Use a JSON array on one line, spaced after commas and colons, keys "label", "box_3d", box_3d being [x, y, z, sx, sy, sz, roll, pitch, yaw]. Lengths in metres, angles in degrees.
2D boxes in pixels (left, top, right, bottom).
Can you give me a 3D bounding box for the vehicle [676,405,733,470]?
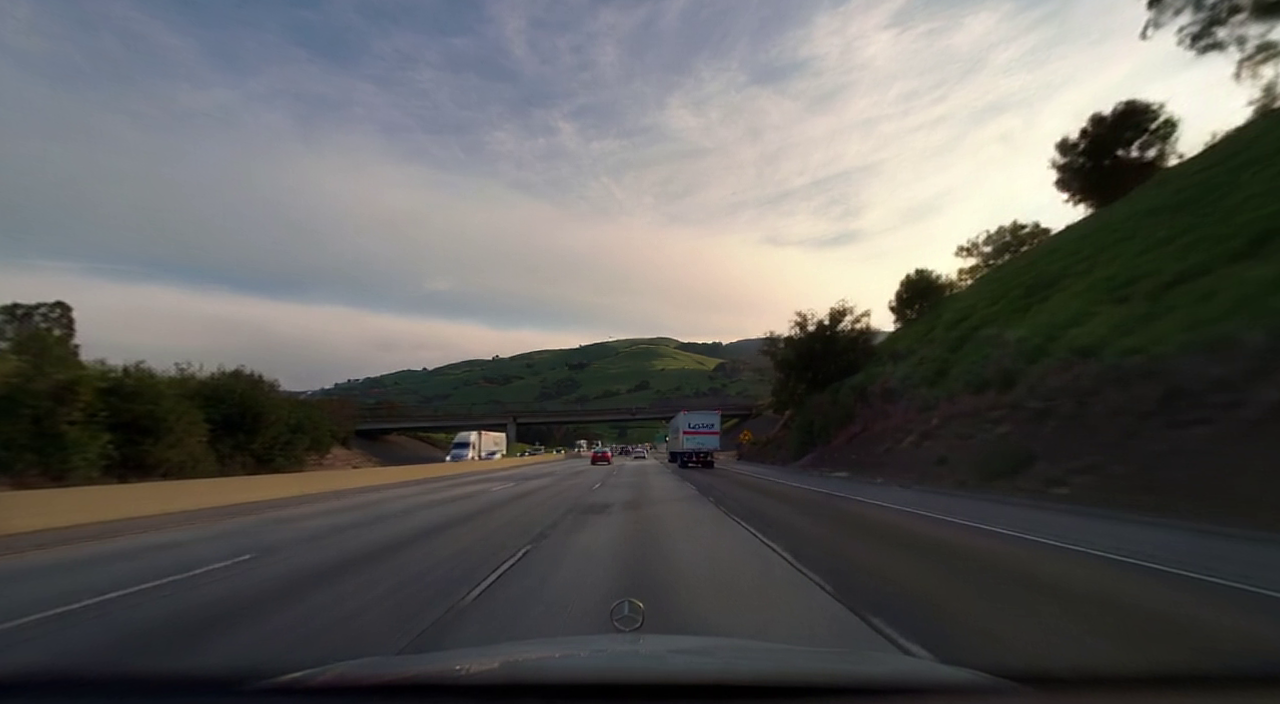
[{"label": "vehicle", "box_3d": [4.211, 5.930, 43.185, 2.885, 3.992, 8.526, 0, -9, 0]}]
